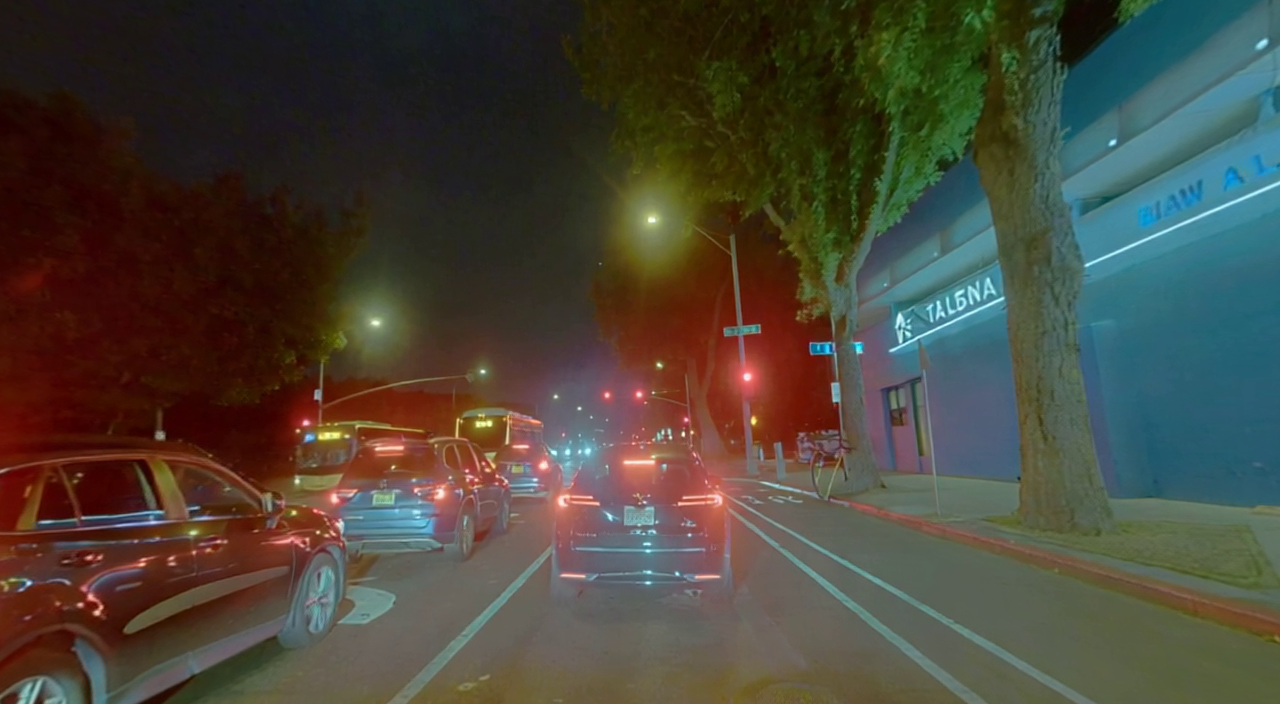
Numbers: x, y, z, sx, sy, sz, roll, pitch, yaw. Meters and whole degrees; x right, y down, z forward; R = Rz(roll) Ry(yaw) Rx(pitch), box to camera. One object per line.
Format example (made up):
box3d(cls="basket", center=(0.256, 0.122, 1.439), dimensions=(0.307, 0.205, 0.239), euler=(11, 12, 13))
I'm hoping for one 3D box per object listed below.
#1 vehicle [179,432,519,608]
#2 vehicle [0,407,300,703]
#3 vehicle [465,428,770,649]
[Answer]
box3d(cls="vehicle", center=(-2.915, 1.760, 7.632), dimensions=(1.944, 1.481, 4.385), euler=(0, -8, 1))
box3d(cls="vehicle", center=(-3.165, 0.873, 1.723), dimensions=(1.867, 1.486, 4.452), euler=(0, -8, 2))
box3d(cls="vehicle", center=(-0.136, 1.527, 6.167), dimensions=(2.031, 1.461, 3.763), euler=(0, -8, 0))
